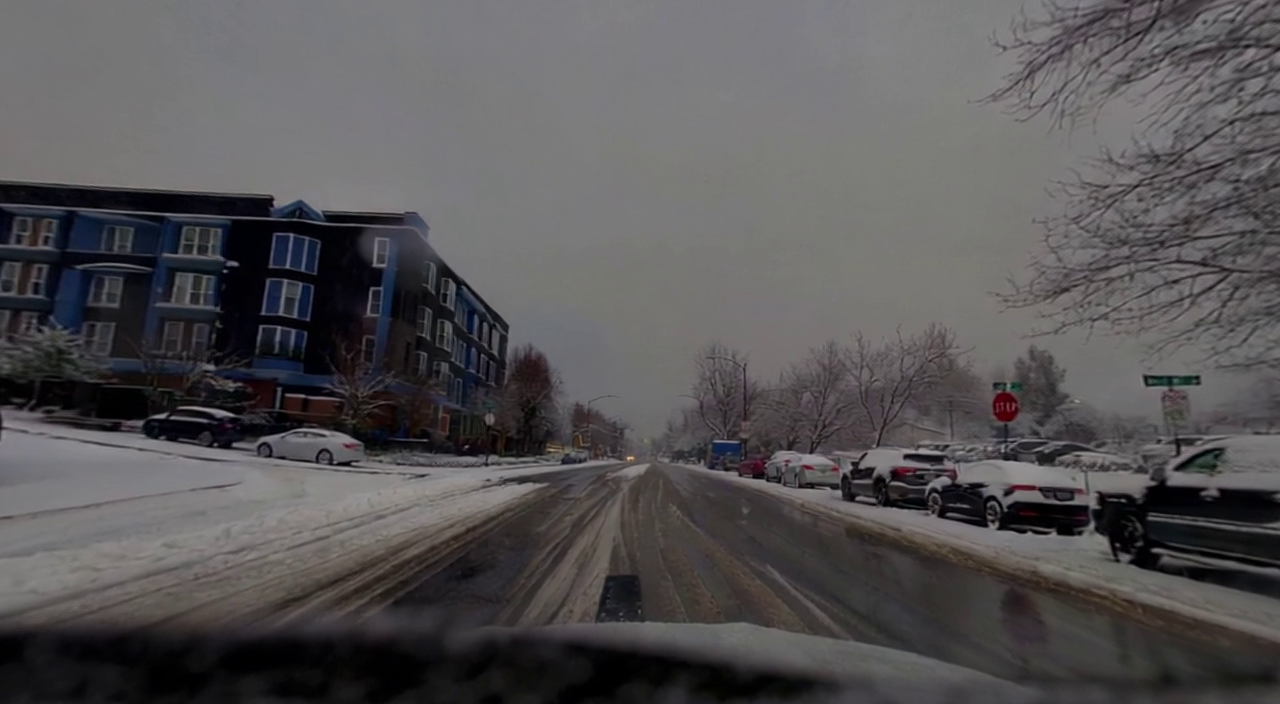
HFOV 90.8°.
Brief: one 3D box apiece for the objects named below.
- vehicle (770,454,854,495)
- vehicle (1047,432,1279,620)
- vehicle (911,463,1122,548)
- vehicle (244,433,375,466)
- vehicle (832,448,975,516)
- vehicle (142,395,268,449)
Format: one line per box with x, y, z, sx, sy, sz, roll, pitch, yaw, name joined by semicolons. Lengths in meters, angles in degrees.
7.253;5.177;27.211;2.122;1.554;4.777;0;-9;-2;vehicle
7.301;1.830;7.041;2.181;1.792;5.066;0;-9;1;vehicle
7.500;3.050;13.184;1.900;1.368;4.176;0;-9;1;vehicle
-14.216;4.223;27.418;4.603;1.335;1.889;1;-9;-9;vehicle
7.497;3.711;18.620;1.917;1.704;4.840;0;-9;-3;vehicle
-19.330;3.132;28.114;4.598;1.645;2.019;7;-6;18;vehicle
